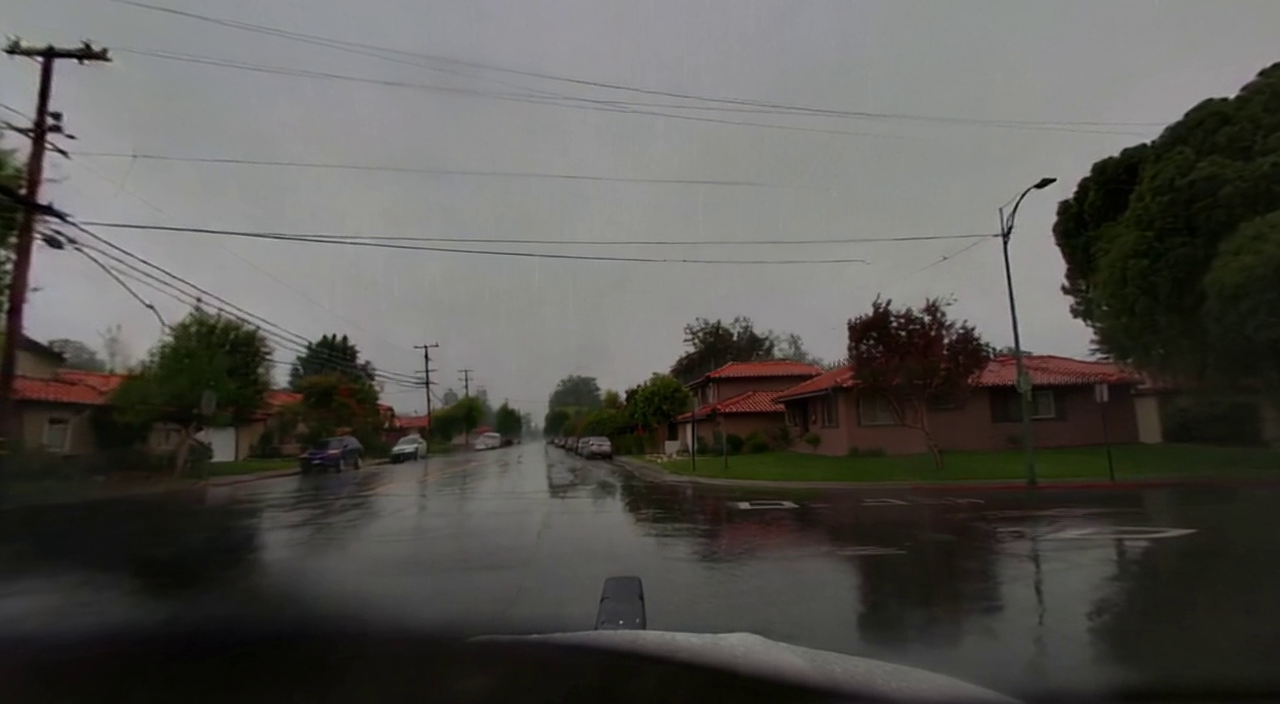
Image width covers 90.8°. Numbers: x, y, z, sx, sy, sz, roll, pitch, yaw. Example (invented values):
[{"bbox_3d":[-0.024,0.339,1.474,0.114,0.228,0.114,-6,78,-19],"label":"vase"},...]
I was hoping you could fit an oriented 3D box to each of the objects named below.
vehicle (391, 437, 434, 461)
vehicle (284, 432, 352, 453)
[{"bbox_3d":[-15.704,6.734,43.797,2.036,1.546,4.705,2,-9,-11],"label":"vehicle"},{"bbox_3d":[-25.174,7.102,49.490,4.288,1.656,1.791,1,-9,-6],"label":"vehicle"}]
